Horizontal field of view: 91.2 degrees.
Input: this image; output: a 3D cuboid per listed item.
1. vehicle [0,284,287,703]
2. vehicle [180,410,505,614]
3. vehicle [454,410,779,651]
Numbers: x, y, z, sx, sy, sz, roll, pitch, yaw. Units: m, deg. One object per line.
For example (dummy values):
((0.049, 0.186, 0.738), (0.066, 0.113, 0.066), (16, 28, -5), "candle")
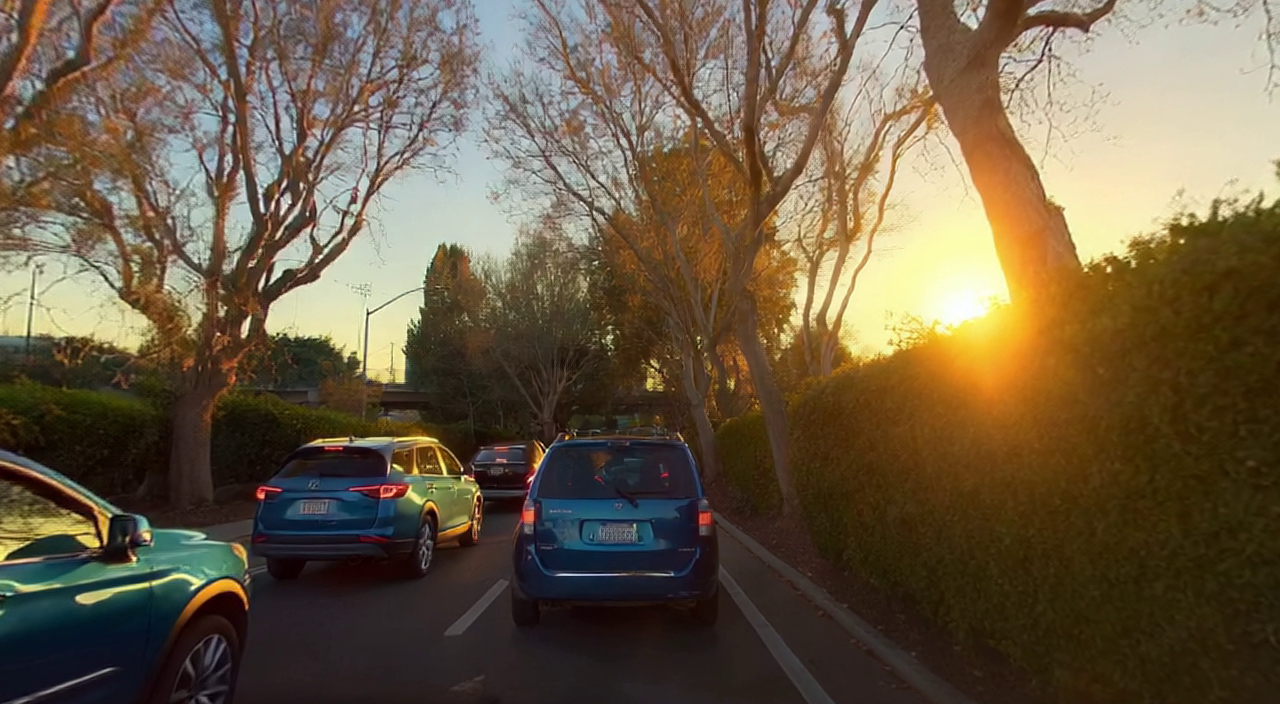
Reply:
((-3.282, 0.684, 1.265), (2.205, 1.913, 5.327), (-6, -8, -2), "vehicle")
((-3.406, 1.866, 8.336), (2.256, 1.728, 4.421), (-6, -8, -2), "vehicle")
((-0.178, 1.504, 6.257), (2.154, 1.581, 4.007), (0, -9, -1), "vehicle")
